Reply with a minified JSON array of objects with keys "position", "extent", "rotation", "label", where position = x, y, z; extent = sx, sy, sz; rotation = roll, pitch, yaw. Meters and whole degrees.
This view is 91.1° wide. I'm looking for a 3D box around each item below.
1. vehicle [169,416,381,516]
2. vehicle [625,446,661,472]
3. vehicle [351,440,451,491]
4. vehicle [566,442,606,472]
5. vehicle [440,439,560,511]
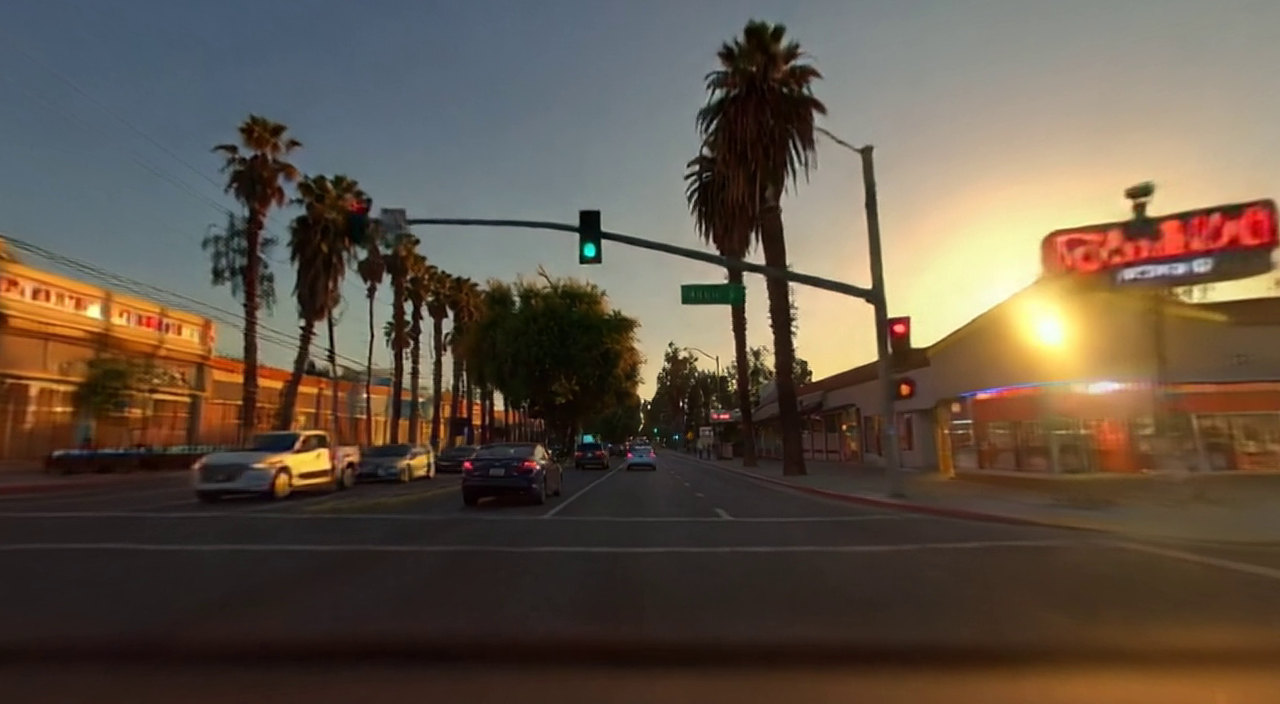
[{"position":[-8.386,2.675,15.203],"extent":[2.058,1.929,5.123],"rotation":[-1,-9,0],"label":"vehicle"},{"position":[0.181,6.516,38.510],"extent":[2.094,1.496,4.070],"rotation":[0,-8,0],"label":"vehicle"},{"position":[-8.275,3.945,22.164],"extent":[1.893,1.576,4.075],"rotation":[-2,-9,0],"label":"vehicle"},{"position":[-3.080,6.153,36.863],"extent":[1.979,1.634,3.957],"rotation":[0,-8,0],"label":"vehicle"},{"position":[-3.294,2.971,15.705],"extent":[1.904,1.513,4.410],"rotation":[0,-8,1],"label":"vehicle"}]
